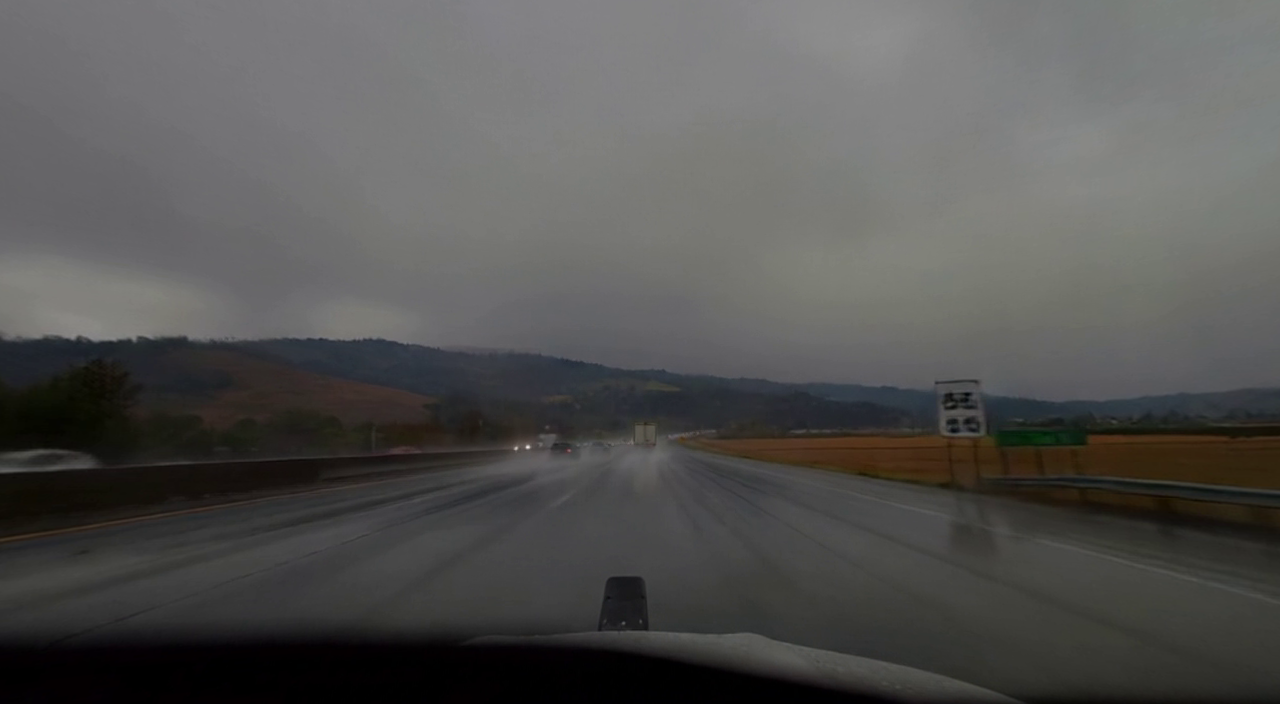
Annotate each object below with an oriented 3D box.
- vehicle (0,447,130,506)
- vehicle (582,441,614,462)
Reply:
[{"bbox_3d":[-20.810,3.374,16.349,2.806,1.757,15.088,0,-8,0],"label":"vehicle"},{"bbox_3d":[-3.197,7.677,48.803,2.042,1.532,4.396,0,-8,1],"label":"vehicle"}]
